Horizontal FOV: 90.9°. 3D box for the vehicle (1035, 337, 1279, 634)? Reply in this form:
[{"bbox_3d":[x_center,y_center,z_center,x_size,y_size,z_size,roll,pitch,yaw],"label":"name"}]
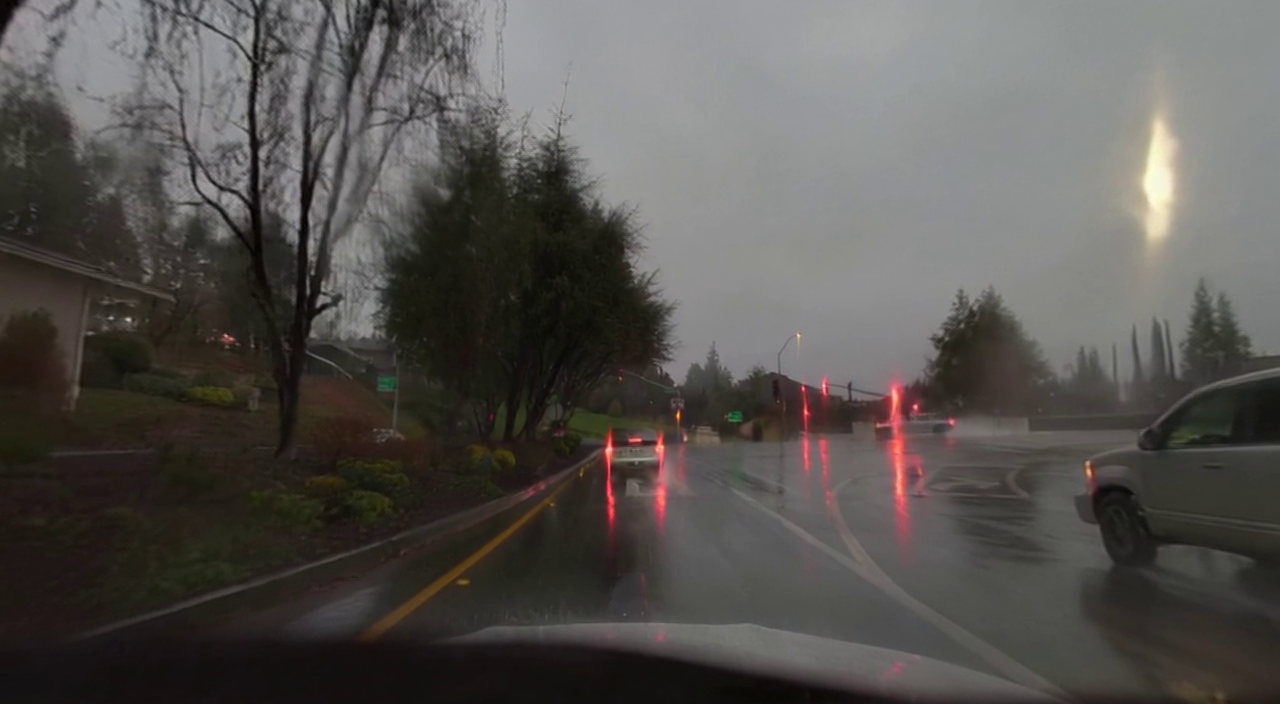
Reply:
[{"bbox_3d":[5.200,0.926,4.499,2.084,1.870,5.068,-1,-8,9],"label":"vehicle"}]

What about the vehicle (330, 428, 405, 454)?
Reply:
[{"bbox_3d":[-18.140,5.919,42.099,4.200,1.639,1.844,-1,-8,0],"label":"vehicle"}]

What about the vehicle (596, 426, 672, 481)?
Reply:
[{"bbox_3d":[-0.177,3.064,19.334,2.056,1.473,4.380,0,-8,0],"label":"vehicle"}]
